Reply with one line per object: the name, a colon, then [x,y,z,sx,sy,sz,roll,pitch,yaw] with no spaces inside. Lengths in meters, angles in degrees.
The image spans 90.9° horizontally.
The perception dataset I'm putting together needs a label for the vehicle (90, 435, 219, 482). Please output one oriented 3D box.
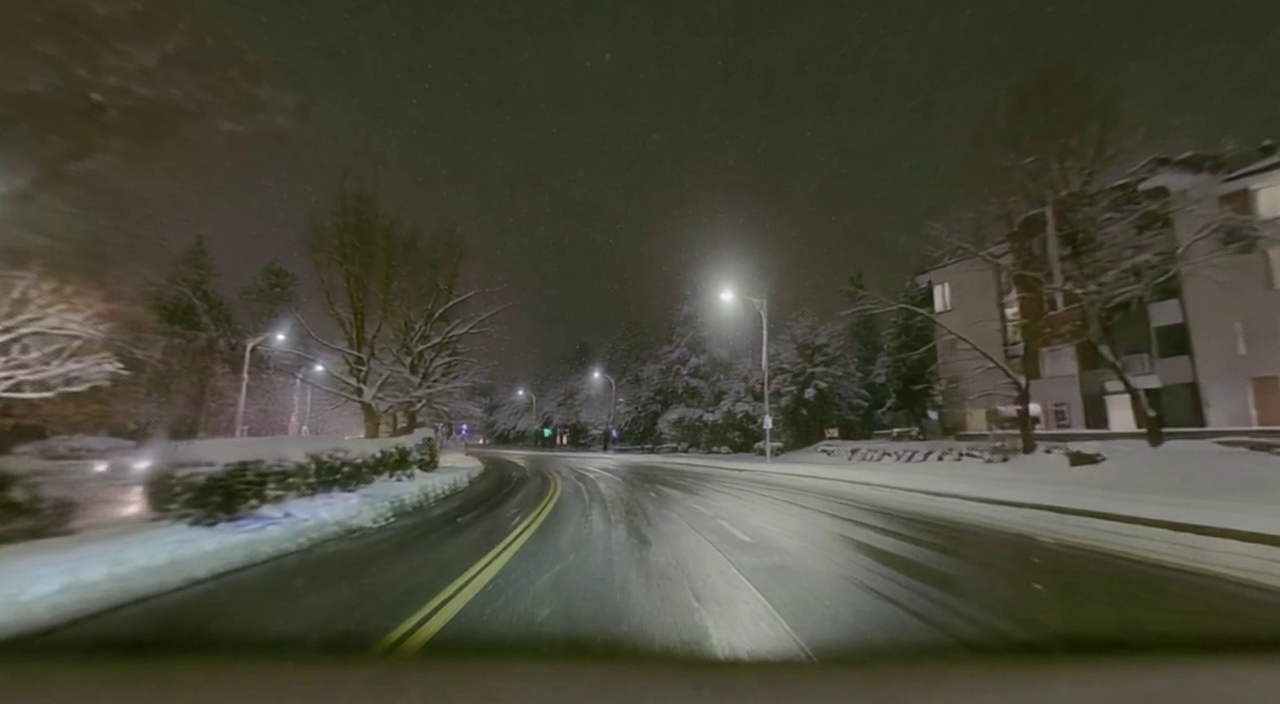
vehicle: [-20.155,4.436,26.500,2.089,1.770,4.848,1,-9,-8]
